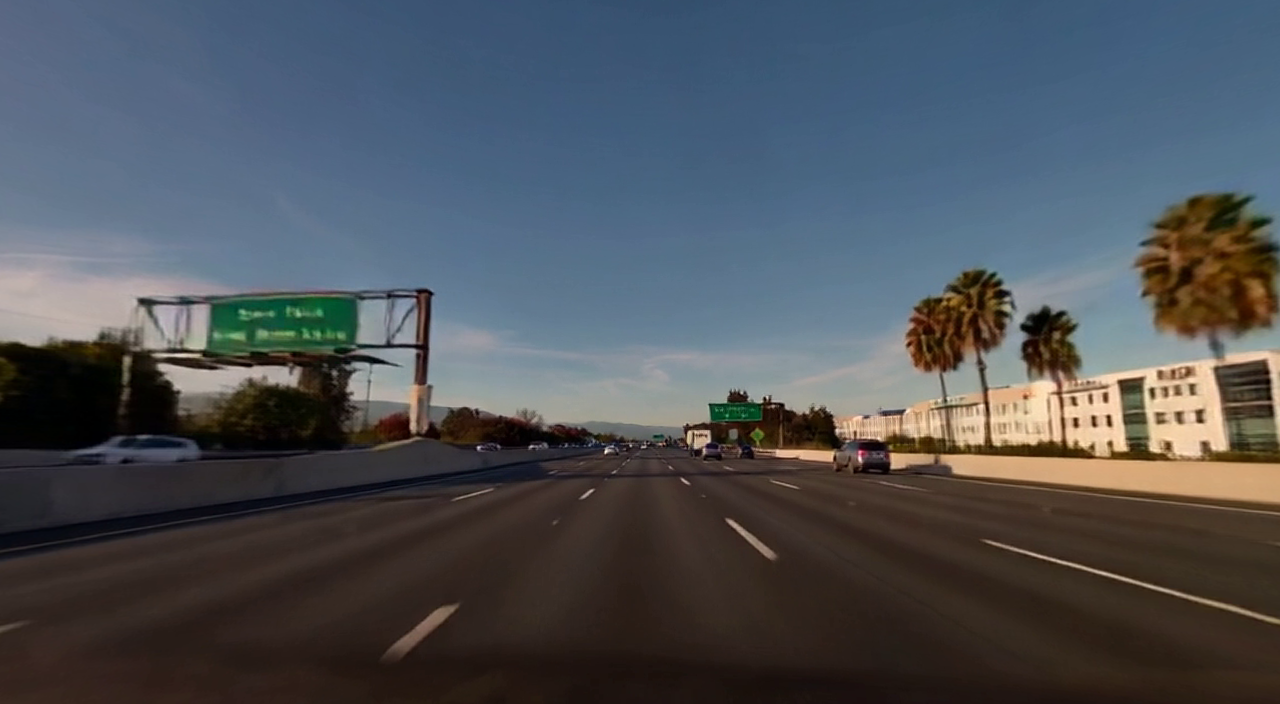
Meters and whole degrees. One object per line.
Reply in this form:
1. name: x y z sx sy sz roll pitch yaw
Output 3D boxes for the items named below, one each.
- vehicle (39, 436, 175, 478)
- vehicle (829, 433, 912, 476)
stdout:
1. vehicle: -22.193 4.394 26.508 1.885 1.594 4.297 0 -9 1
2. vehicle: 10.947 4.899 30.382 2.168 1.861 4.678 0 -8 -1
